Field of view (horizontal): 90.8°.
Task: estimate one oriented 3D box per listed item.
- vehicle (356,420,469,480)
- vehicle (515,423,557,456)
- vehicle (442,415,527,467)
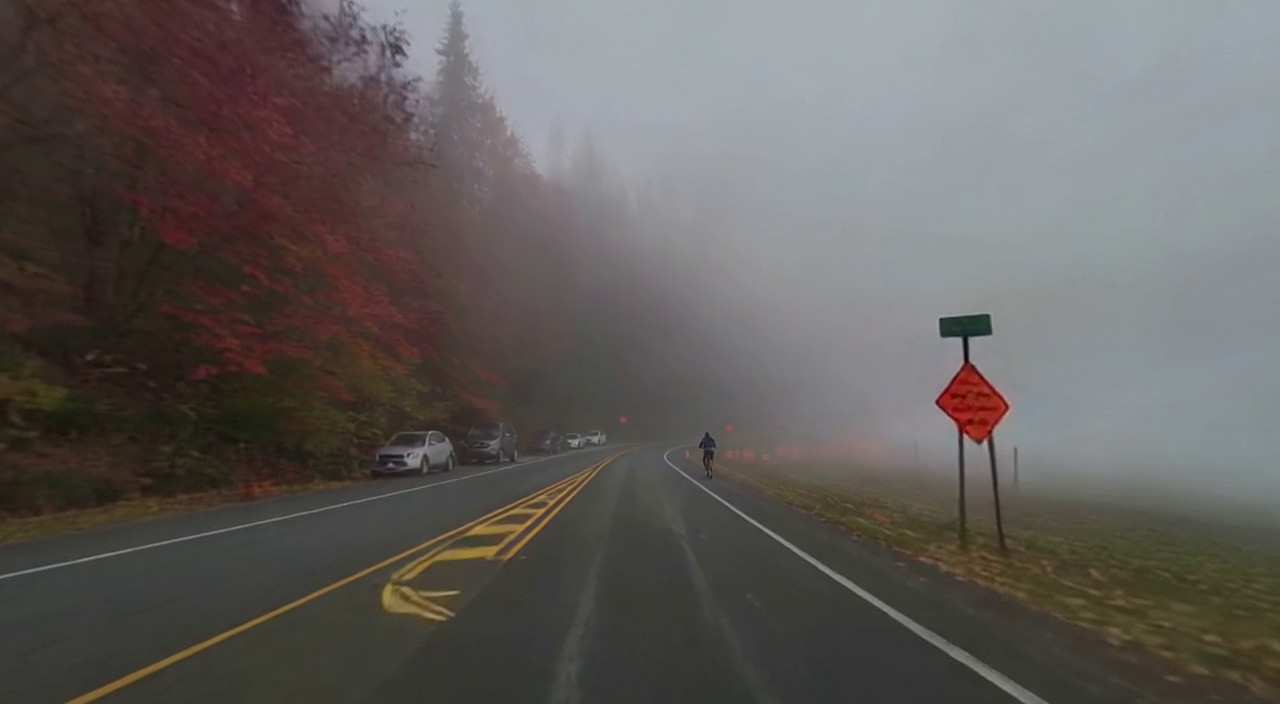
[{"bbox_3d":[-7.652,3.321,21.761,1.991,1.759,4.443,-3,-8,4],"label":"vehicle"},{"bbox_3d":[-7.036,6.011,43.145,1.955,1.908,4.680,-5,-9,0],"label":"vehicle"},{"bbox_3d":[-7.115,4.206,29.620,2.312,2.075,5.748,-3,-9,2],"label":"vehicle"}]
